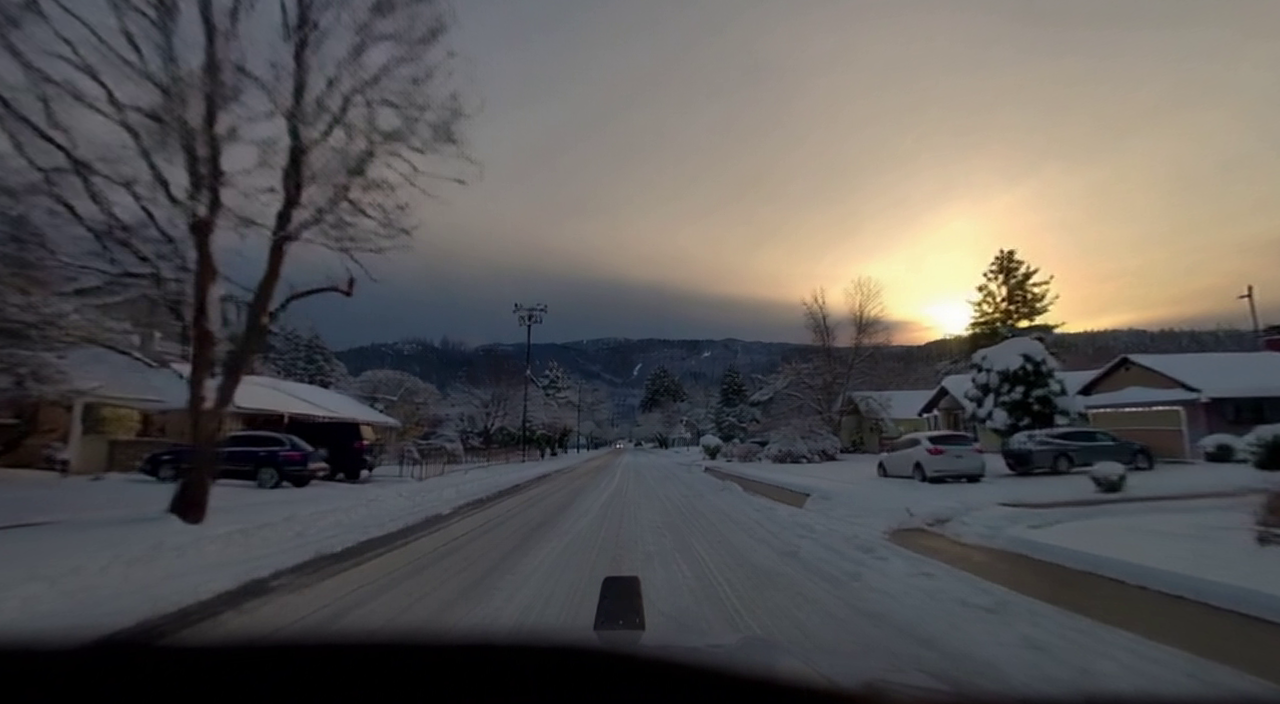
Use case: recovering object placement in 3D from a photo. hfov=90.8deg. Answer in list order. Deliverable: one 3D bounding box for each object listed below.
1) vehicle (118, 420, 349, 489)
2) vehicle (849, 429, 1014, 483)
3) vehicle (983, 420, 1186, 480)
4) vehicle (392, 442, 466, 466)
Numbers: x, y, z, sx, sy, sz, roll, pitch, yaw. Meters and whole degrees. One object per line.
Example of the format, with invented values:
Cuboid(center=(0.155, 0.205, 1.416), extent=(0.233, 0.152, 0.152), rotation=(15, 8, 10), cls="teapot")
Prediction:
Cuboid(center=(-12.511, 3.195, 19.801), extent=(5.618, 1.997, 2.201), rotation=(0, -9, -1), cls="vehicle")
Cuboid(center=(9.750, 3.516, 21.435), extent=(4.582, 1.719, 1.947), rotation=(0, -8, -1), cls="vehicle")
Cuboid(center=(15.220, 3.408, 21.889), extent=(5.395, 1.917, 2.153), rotation=(1, -9, -2), cls="vehicle")
Cuboid(center=(-13.893, 6.712, 41.786), extent=(4.190, 1.529, 1.880), rotation=(0, -8, -4), cls="vehicle")
